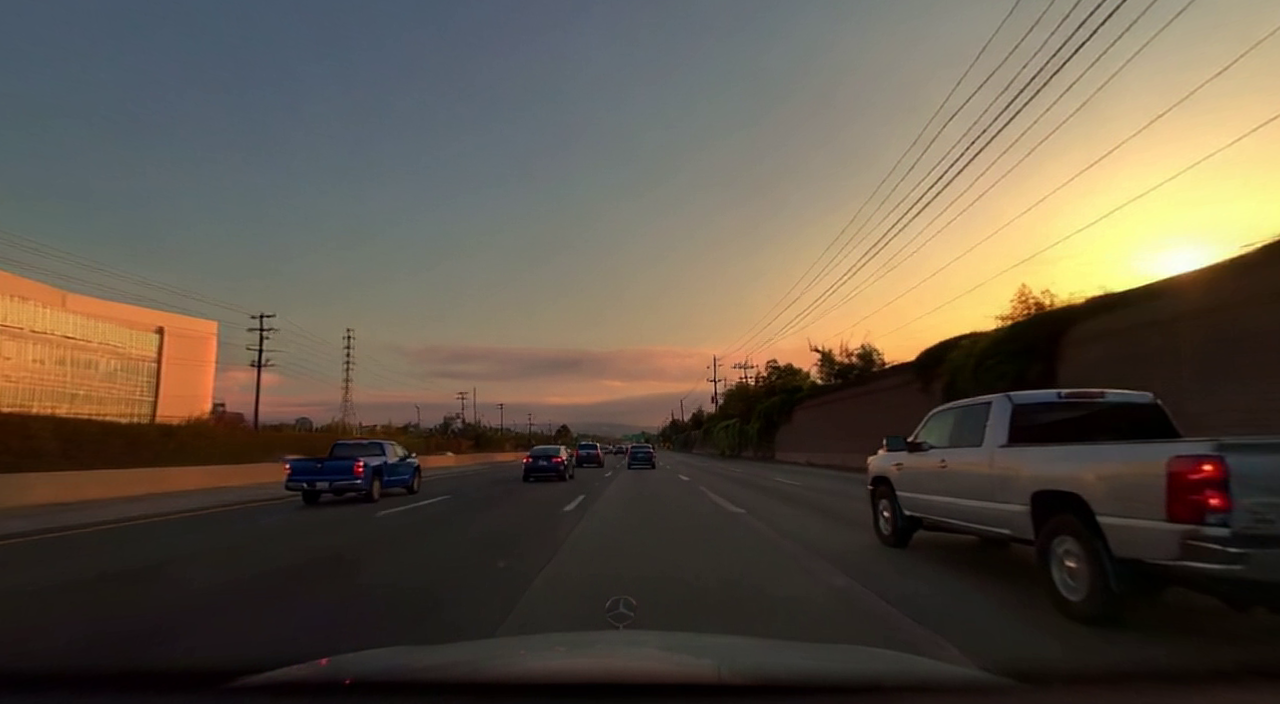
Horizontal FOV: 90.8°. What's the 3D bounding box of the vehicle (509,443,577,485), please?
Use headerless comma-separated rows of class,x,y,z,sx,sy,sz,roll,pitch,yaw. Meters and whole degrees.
vehicle,-3.629,4.278,24.432,1.938,1.444,4.206,0,-9,0

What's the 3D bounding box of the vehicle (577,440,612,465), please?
vehicle,-3.370,7.533,47.361,2.244,1.752,4.439,0,-9,0

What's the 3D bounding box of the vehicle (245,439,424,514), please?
vehicle,-7.019,2.886,15.216,1.959,1.496,4.740,0,-9,0

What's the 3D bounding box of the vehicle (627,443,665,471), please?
vehicle,0.346,5.954,35.894,2.030,1.471,4.115,0,-9,0

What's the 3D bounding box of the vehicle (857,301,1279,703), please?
vehicle,3.927,1.089,5.349,2.231,1.919,5.086,0,-9,-2
